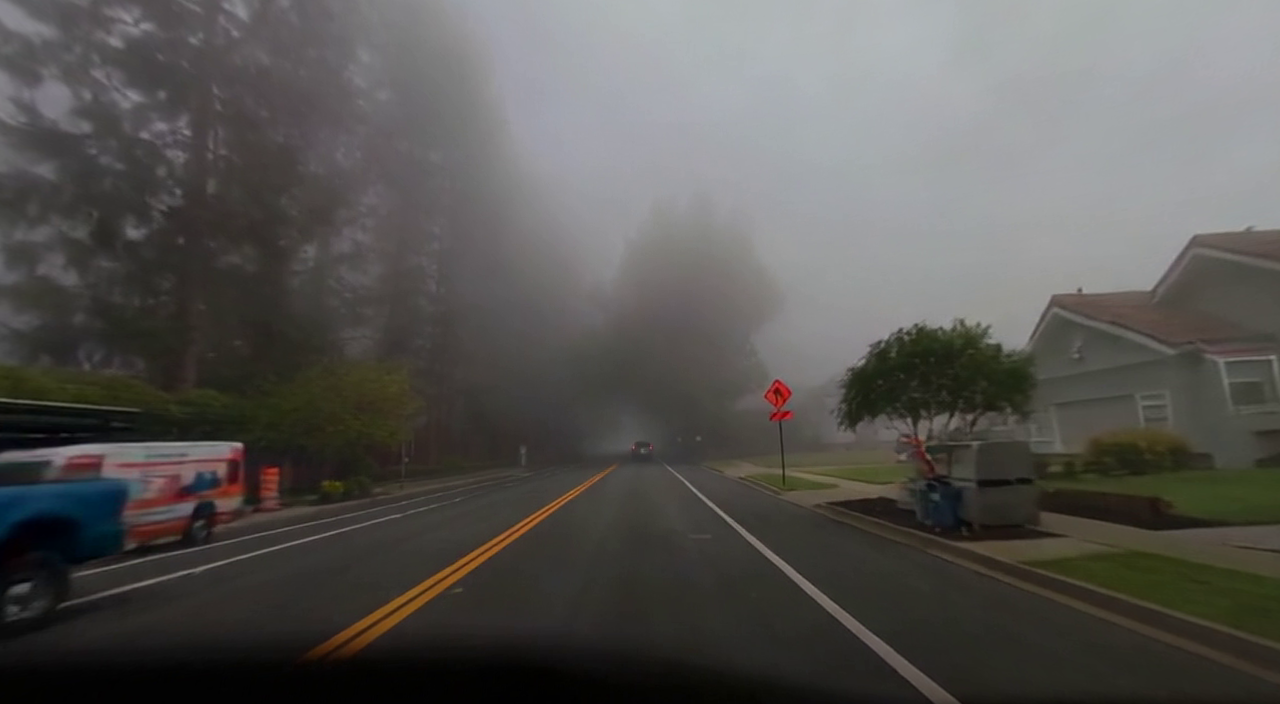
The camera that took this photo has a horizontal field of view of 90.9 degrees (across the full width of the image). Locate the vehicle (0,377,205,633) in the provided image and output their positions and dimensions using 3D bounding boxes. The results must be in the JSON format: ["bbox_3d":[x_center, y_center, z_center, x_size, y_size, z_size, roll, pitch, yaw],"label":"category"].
[{"bbox_3d":[-7.356,1.346,5.465,2.517,2.323,5.205,-3,-9,21],"label":"vehicle"}]

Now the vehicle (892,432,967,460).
[{"bbox_3d":[17.040,5.544,37.185,3.462,1.576,1.863,1,-8,-4],"label":"vehicle"}]
